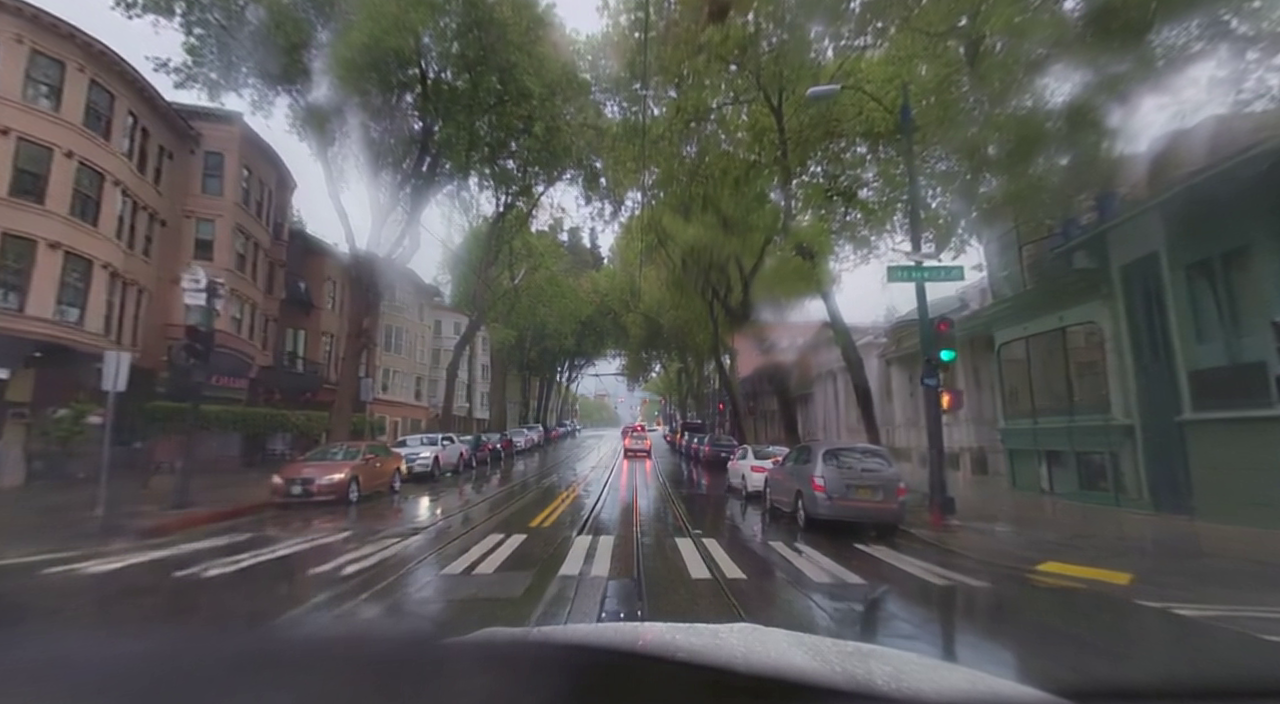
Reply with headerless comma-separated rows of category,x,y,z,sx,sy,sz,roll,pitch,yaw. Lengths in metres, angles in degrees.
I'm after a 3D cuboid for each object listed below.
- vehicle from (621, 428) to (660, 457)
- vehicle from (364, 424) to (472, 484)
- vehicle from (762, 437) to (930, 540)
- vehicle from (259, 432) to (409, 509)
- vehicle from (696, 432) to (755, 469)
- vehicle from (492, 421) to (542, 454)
vehicle,-0.019,5.075,35.484,1.984,1.571,3.404,0,-8,-3
vehicle,-7.382,3.469,21.578,1.861,1.751,4.550,1,-9,2
vehicle,3.911,2.614,12.865,1.929,1.723,4.134,0,-8,-1
vehicle,-7.358,2.922,15.702,1.779,1.588,3.953,2,-10,-2
vehicle,3.776,4.431,28.617,1.890,1.559,4.281,0,-8,-2
vehicle,-7.354,5.201,38.248,2.049,1.821,5.066,0,-8,0
